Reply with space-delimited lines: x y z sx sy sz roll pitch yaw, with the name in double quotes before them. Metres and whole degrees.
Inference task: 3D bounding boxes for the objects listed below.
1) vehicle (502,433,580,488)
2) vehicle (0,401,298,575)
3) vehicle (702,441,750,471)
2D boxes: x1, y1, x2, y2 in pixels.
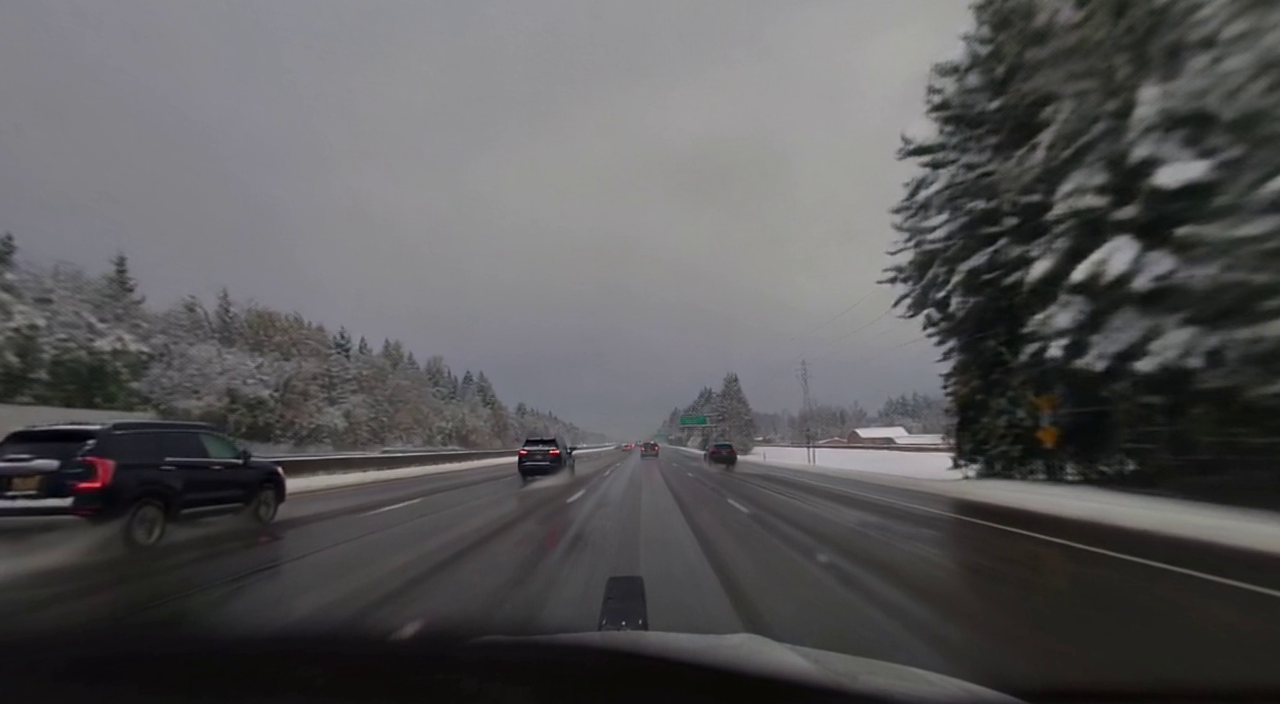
"vehicle" -3.300 3.696 21.867 1.961 1.704 4.052 0 -8 1
"vehicle" -7.421 1.779 9.093 2.162 1.805 4.853 0 -8 1
"vehicle" 4.556 5.577 33.984 1.964 1.479 4.252 0 -8 -1
